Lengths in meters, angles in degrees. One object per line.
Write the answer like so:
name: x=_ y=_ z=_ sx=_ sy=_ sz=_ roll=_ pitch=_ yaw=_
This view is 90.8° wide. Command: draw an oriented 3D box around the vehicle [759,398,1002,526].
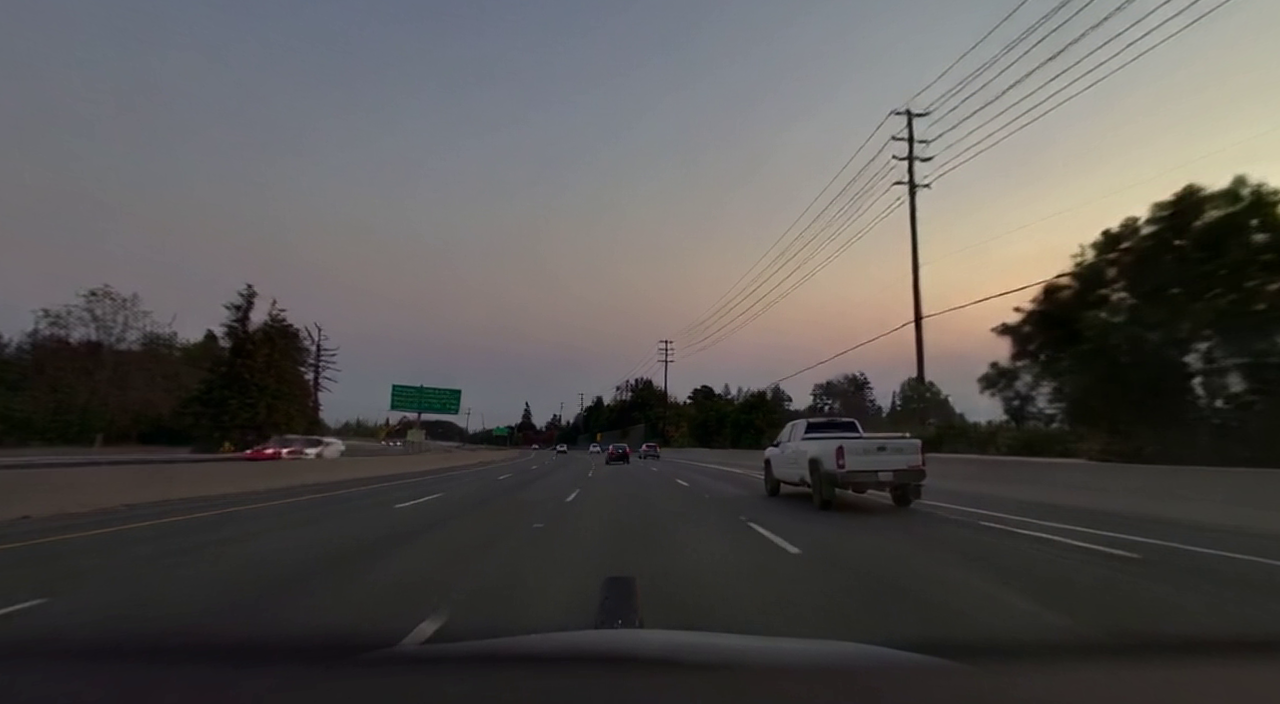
vehicle: x=4.430 y=2.201 z=13.161 sx=2.504 sy=2.033 sz=5.979 roll=0 pitch=-8 yaw=-2

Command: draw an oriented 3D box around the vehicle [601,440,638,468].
vehicle: x=-1.436 y=6.794 z=42.212 sx=2.188 sy=1.714 sz=3.921 roll=1 pitch=-9 yaw=-6

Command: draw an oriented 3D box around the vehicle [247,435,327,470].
vehicle: x=-19.215 y=5.497 z=34.631 sx=1.999 sy=1.779 sz=4.398 roll=0 pitch=-9 yaw=-3
